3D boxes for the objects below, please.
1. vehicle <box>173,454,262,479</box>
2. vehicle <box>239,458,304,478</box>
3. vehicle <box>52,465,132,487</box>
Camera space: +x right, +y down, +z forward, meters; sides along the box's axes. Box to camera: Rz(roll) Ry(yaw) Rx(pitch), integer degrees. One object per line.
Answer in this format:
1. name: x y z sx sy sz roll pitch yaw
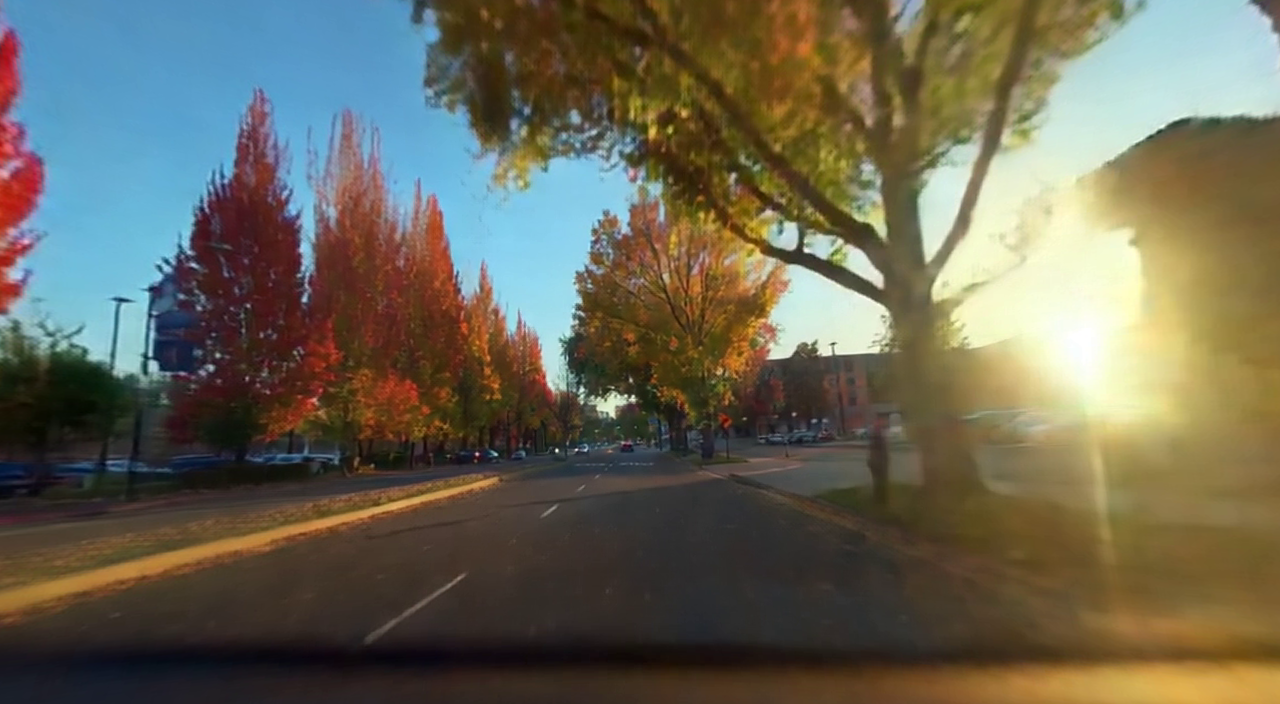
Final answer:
1. vehicle: -28.553 7.756 42.529 4.552 1.576 2.005 0 -9 2
2. vehicle: -28.148 8.873 47.997 3.844 1.448 1.746 0 -9 1
3. vehicle: -40.975 9.265 46.983 4.138 1.508 1.822 0 -9 -2
